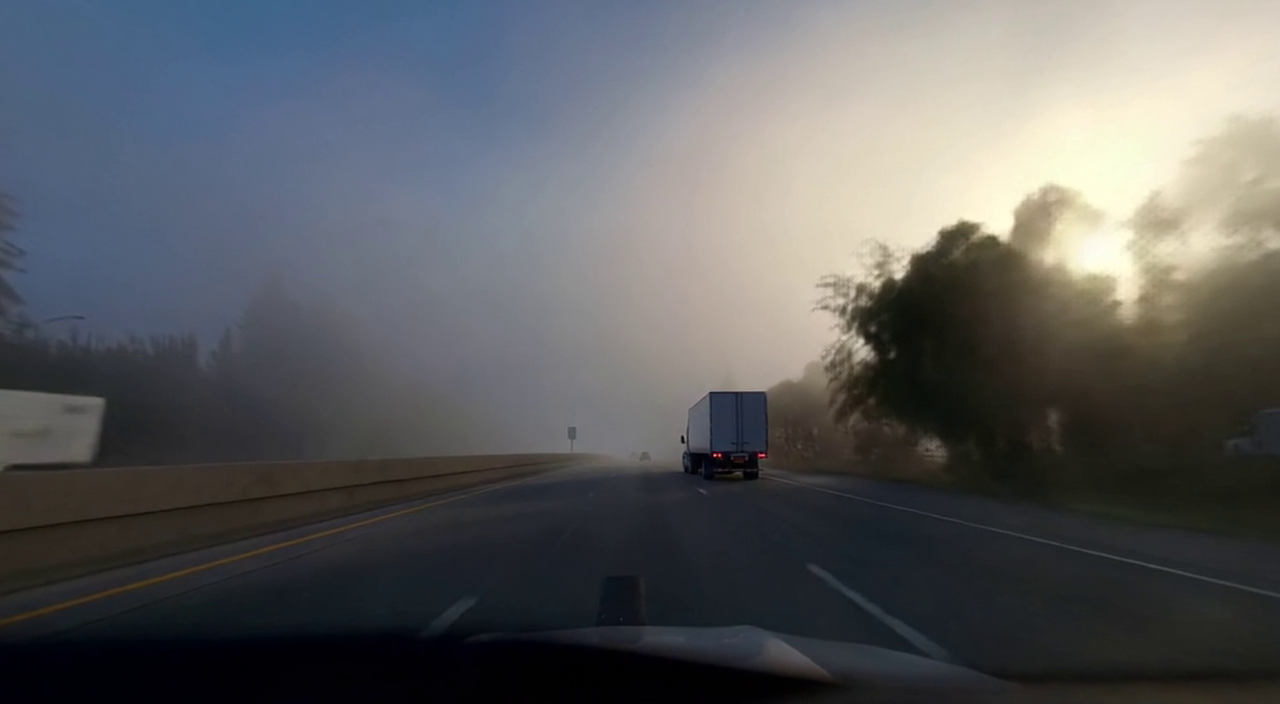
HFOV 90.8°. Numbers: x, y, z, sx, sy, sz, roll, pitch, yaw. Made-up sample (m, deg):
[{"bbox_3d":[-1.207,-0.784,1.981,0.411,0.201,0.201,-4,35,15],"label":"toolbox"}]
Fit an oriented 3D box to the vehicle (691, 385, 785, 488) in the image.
[{"bbox_3d":[4.608,4.448,32.731,3.058,4.312,12.251,0,-9,1],"label":"vehicle"}]
